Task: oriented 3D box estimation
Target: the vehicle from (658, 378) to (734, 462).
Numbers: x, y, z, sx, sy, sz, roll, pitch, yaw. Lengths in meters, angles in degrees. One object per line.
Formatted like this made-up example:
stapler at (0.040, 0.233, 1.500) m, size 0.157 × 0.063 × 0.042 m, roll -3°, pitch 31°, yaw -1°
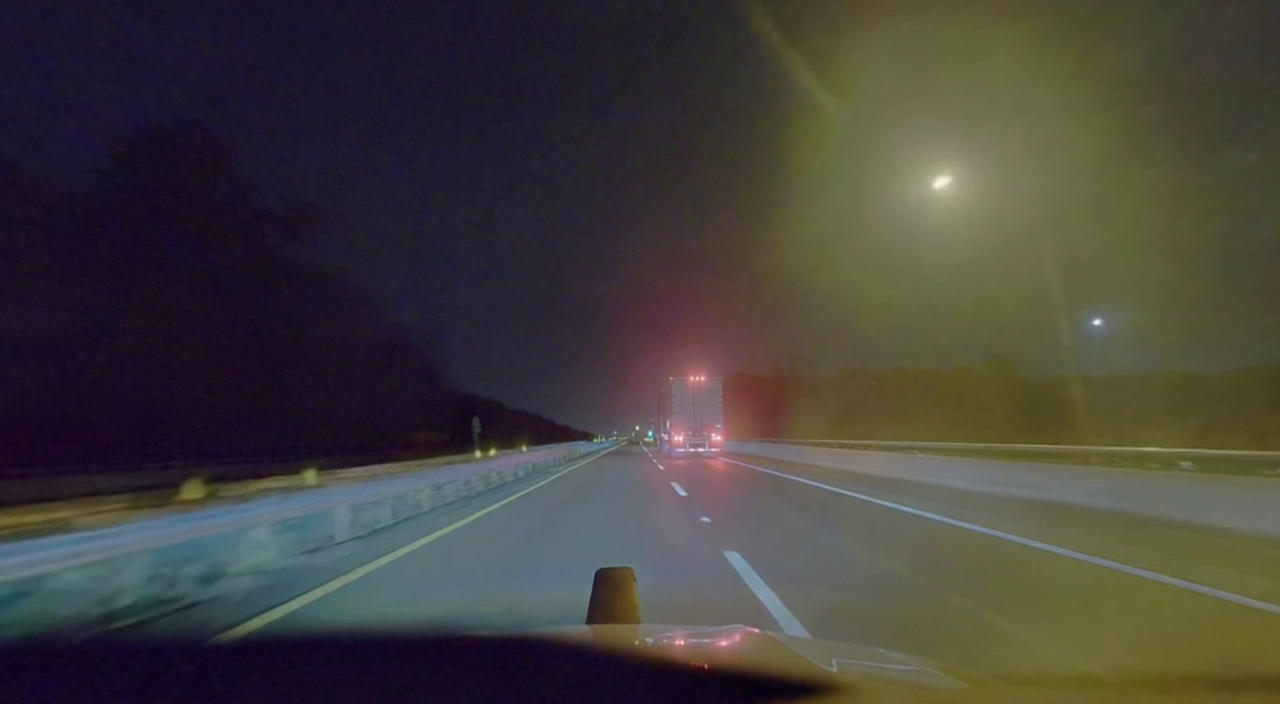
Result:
vehicle at (2.875, 4.159, 37.046) m, size 2.924 × 4.024 × 13.639 m, roll 0°, pitch -8°, yaw -1°
